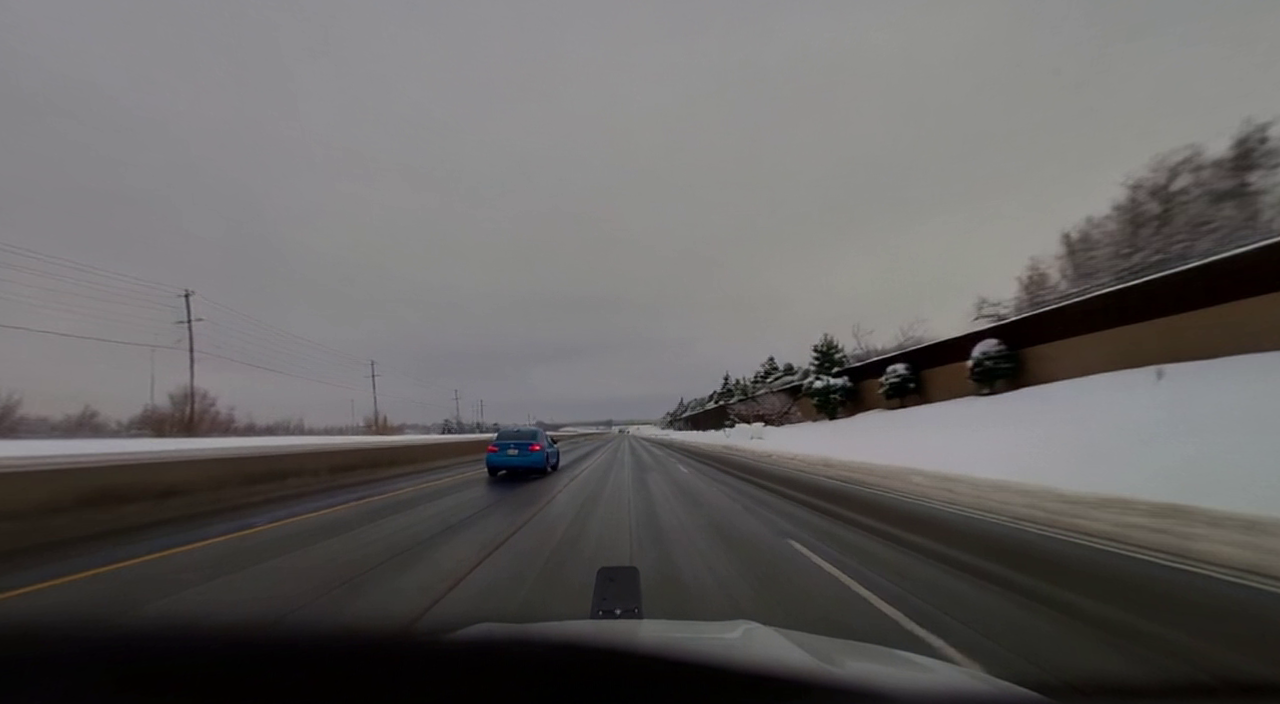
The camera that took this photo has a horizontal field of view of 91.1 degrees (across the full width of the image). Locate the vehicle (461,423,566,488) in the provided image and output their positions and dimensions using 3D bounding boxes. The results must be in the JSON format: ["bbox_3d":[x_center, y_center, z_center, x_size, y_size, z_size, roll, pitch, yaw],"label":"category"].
[{"bbox_3d":[-3.274,2.759,17.108,1.999,1.536,3.969,0,-8,0],"label":"vehicle"}]
